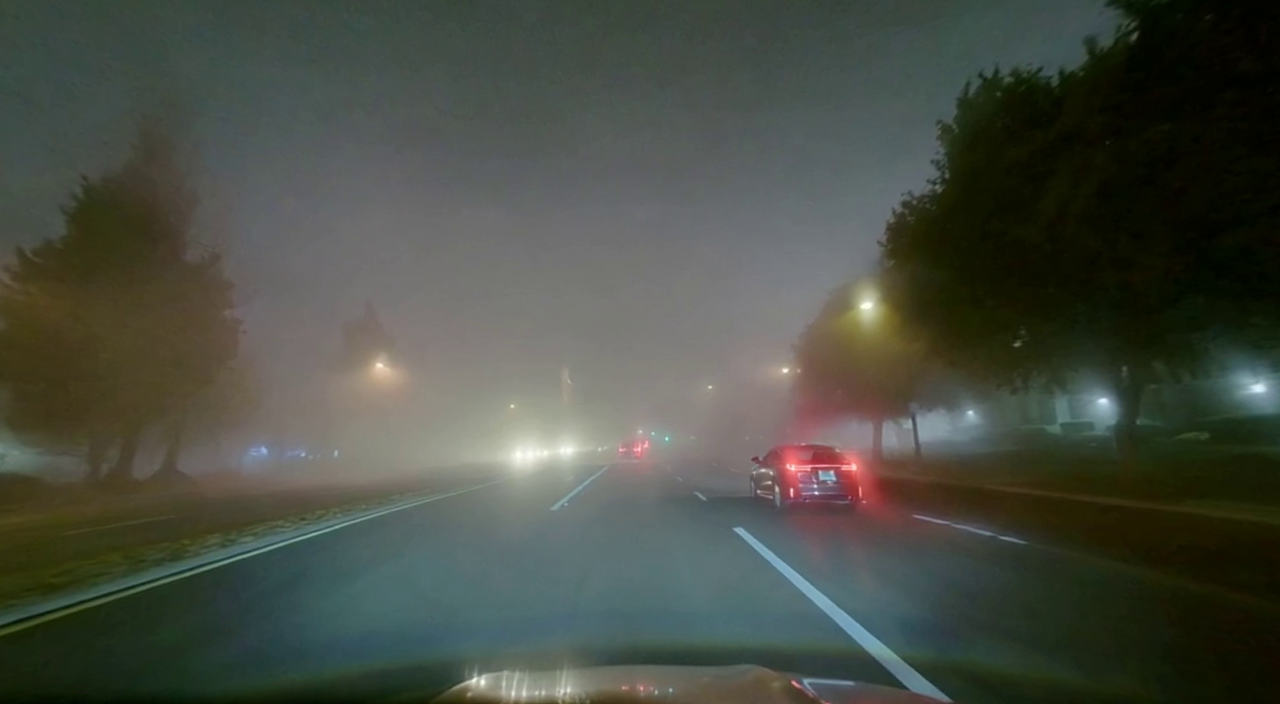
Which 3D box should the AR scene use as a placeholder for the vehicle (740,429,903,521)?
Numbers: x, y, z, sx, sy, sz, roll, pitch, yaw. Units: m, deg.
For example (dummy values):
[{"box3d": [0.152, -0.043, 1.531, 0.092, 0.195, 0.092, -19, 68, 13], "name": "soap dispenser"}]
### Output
[{"box3d": [3.615, 2.552, 13.665, 1.995, 1.616, 4.729, 0, -9, -2], "name": "vehicle"}]
